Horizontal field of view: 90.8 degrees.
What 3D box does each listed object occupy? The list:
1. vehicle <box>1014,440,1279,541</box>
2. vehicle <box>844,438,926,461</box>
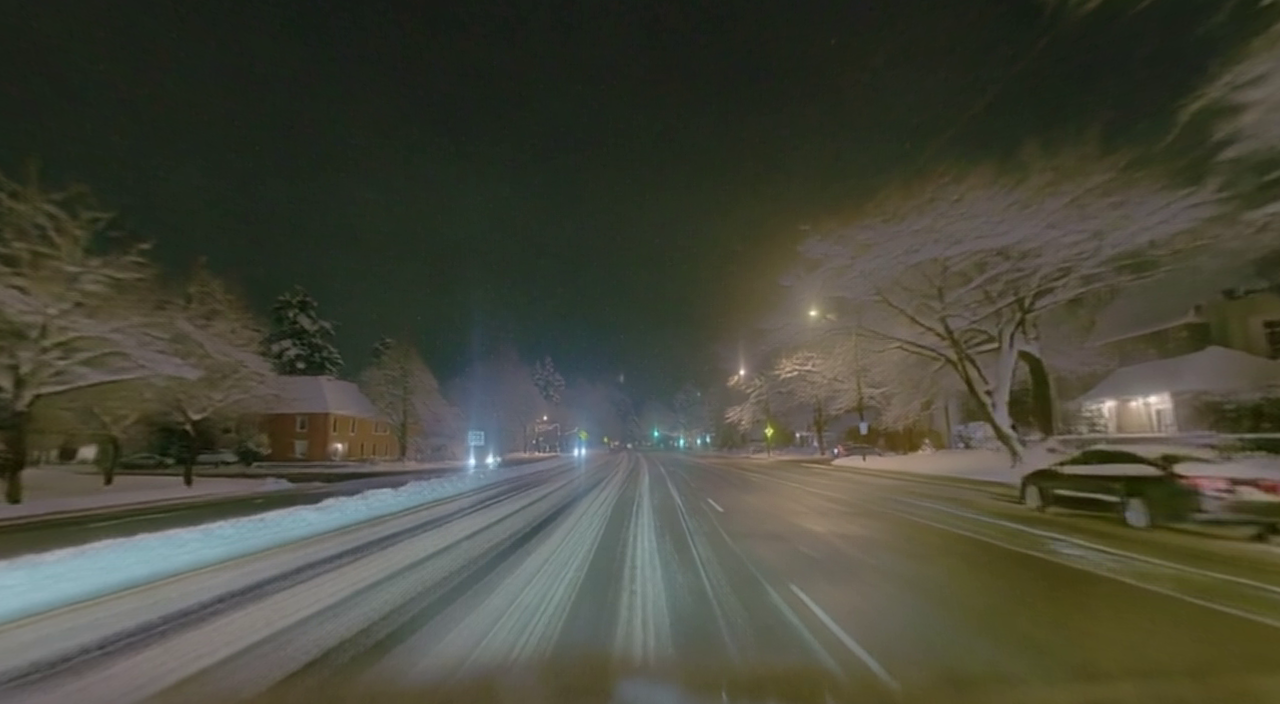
[{"bbox_3d":[9.563,2.498,12.110,2.076,1.547,4.398,0,-9,0],"label":"vehicle"},{"bbox_3d":[16.272,6.502,42.048,4.592,1.472,2.009,0,-9,0],"label":"vehicle"}]
